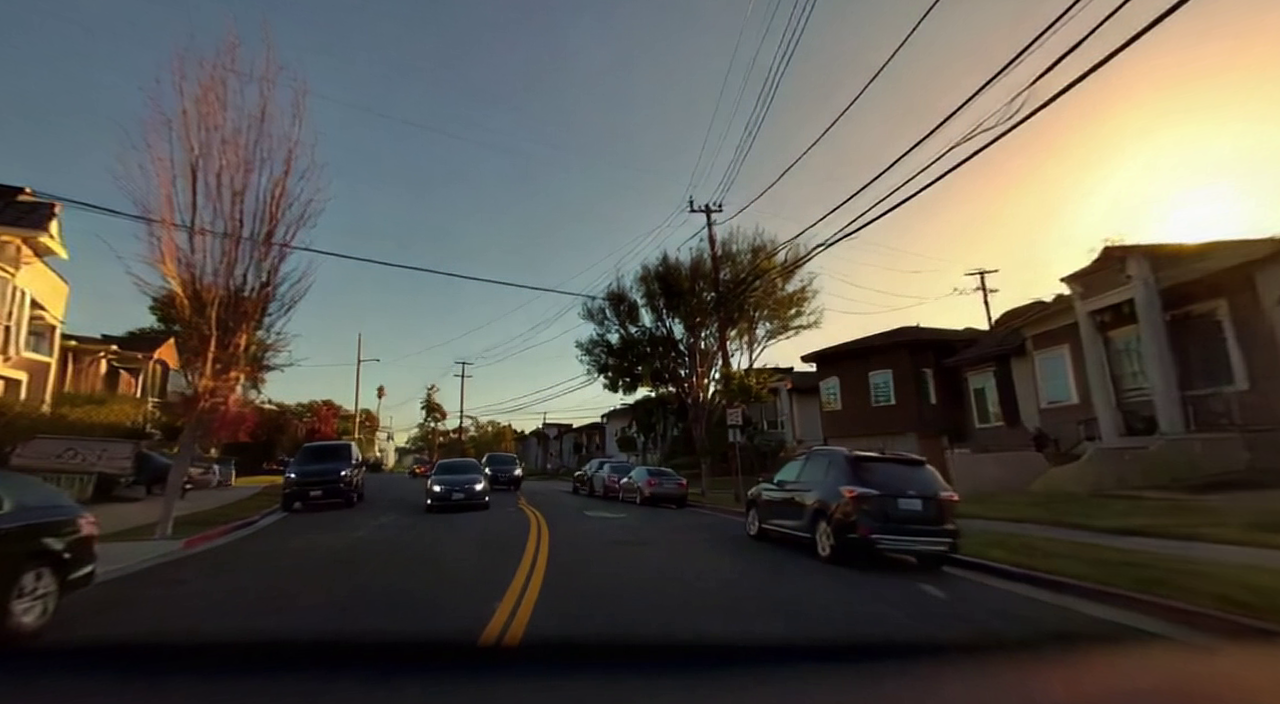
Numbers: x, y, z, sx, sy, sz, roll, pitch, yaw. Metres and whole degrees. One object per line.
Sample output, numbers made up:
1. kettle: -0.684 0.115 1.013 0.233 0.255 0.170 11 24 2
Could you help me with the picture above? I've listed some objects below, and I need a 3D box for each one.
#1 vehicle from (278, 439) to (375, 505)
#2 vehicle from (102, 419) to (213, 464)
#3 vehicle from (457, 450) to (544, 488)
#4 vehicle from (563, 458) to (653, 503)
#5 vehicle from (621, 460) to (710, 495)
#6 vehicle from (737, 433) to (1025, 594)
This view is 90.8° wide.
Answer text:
1. vehicle: -10.135 3.911 20.873 2.378 1.840 5.389 5 -11 -22
2. vehicle: -24.495 4.630 32.177 4.064 1.569 1.861 19 -24 -41
3. vehicle: -8.163 6.726 36.555 2.449 1.869 5.504 14 -15 -38
4. vehicle: -1.362 4.983 24.965 1.923 1.531 4.568 5 -10 -25
5. vehicle: 1.313 6.317 32.100 4.163 1.586 2.023 6 -11 -36
6. vehicle: 3.082 2.165 9.413 1.994 1.682 4.750 4 -9 -6
